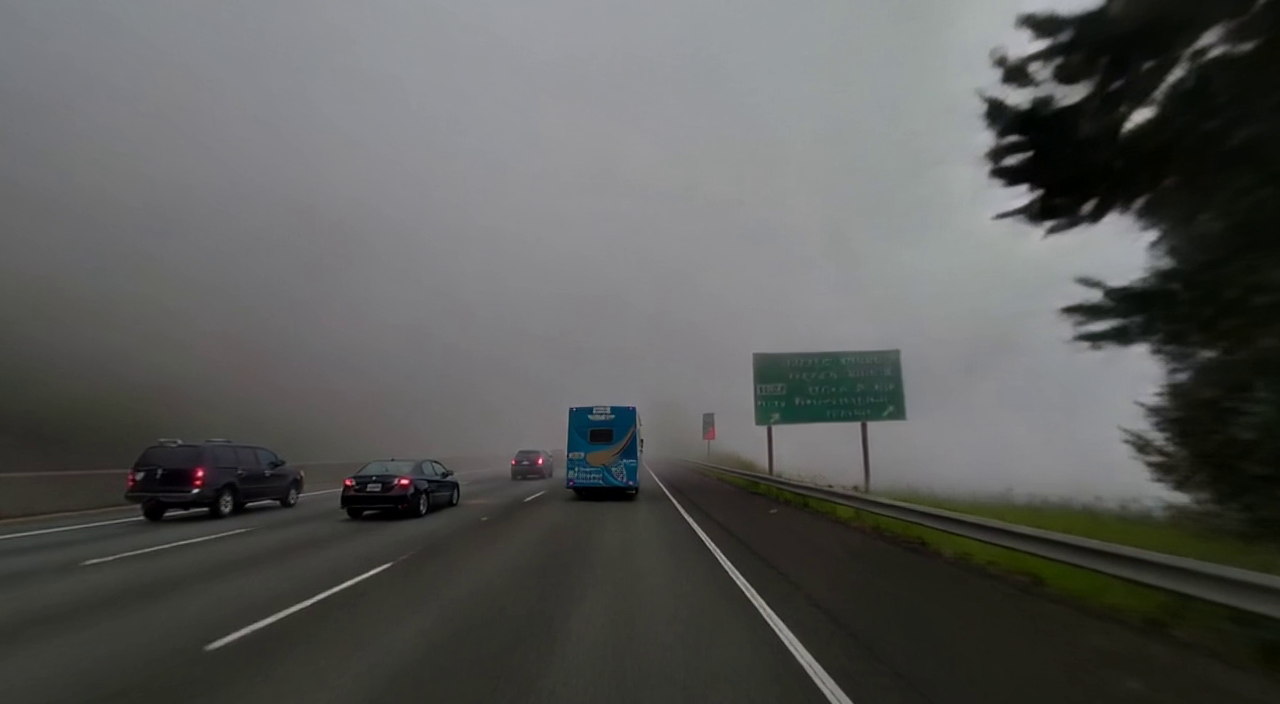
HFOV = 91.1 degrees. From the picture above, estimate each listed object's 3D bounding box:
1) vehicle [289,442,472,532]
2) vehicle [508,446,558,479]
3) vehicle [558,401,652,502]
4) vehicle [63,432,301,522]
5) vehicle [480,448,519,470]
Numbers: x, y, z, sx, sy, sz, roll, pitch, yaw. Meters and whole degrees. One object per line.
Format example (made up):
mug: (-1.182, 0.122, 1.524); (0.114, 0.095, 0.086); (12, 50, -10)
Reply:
vehicle: (-4.777, 2.512, 12.309); (1.876, 1.438, 4.072); (0, -9, -1)
vehicle: (-5.188, 5.391, 30.850); (1.872, 1.480, 3.545); (0, -9, -1)
vehicle: (-0.953, 2.958, 18.800); (2.394, 2.556, 5.232); (0, -9, -1)
vehicle: (-9.608, 2.642, 13.763); (2.010, 1.621, 4.252); (0, -9, -1)
vehicle: (-10.090, 7.671, 45.300); (1.886, 1.462, 4.084); (0, -9, -1)
